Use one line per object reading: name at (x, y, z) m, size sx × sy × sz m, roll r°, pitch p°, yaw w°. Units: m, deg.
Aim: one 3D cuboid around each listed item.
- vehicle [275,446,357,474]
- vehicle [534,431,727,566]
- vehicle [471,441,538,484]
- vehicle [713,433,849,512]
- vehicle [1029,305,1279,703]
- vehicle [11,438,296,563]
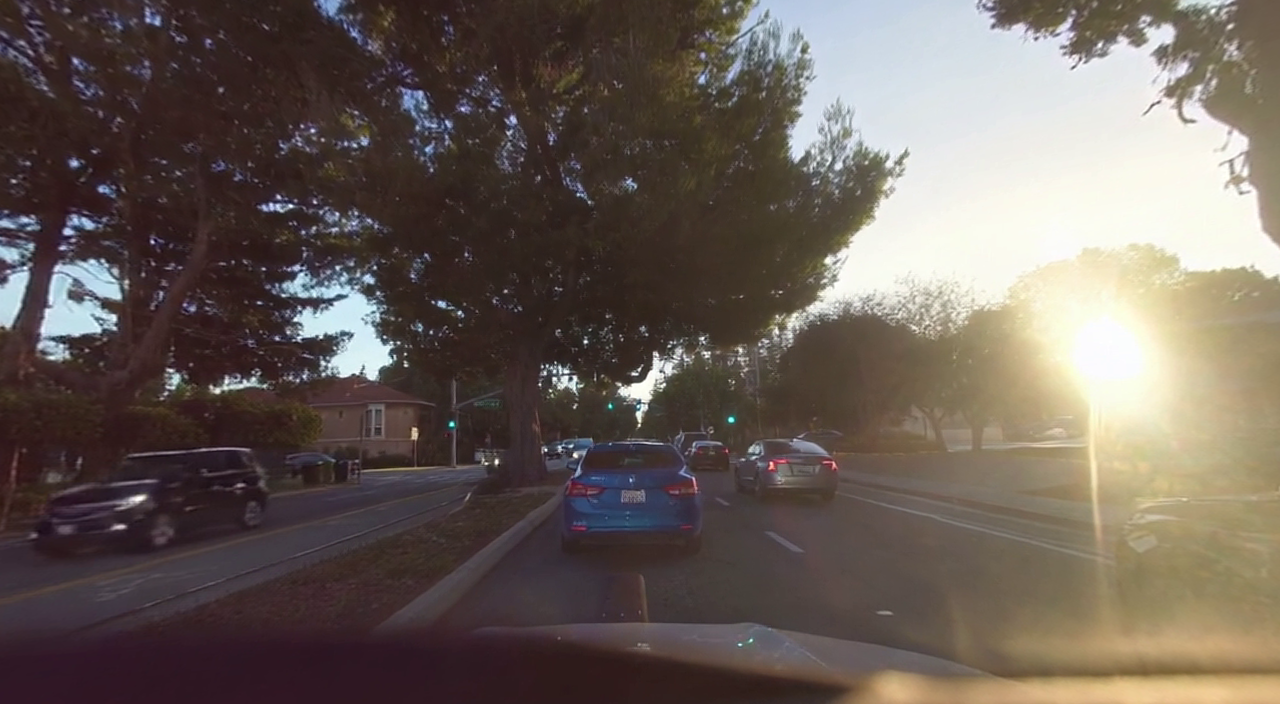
vehicle at (-19.859, 6.638, 38.798) m, size 3.957 × 1.630 × 1.881 m, roll 0°, pitch -8°, yaw -1°
vehicle at (-0.148, 1.973, 9.298) m, size 2.186 × 1.500 × 4.141 m, roll 0°, pitch -8°, yaw -1°
vehicle at (-5.739, 4.718, 27.366) m, size 2.058 × 1.695 × 4.319 m, roll 0°, pitch -8°, yaw -2°
vehicle at (3.004, 2.667, 14.529) m, size 1.971 × 1.517 × 4.521 m, roll 0°, pitch -8°, yaw -1°
vehicle at (3.357, 0.597, 1.511) m, size 2.006 × 1.766 × 4.345 m, roll 0°, pitch -8°, yaw -1°
vehicle at (-8.270, 2.481, 11.391) m, size 1.996 × 1.680 × 4.203 m, roll -2°, pitch -8°, yaw -4°
